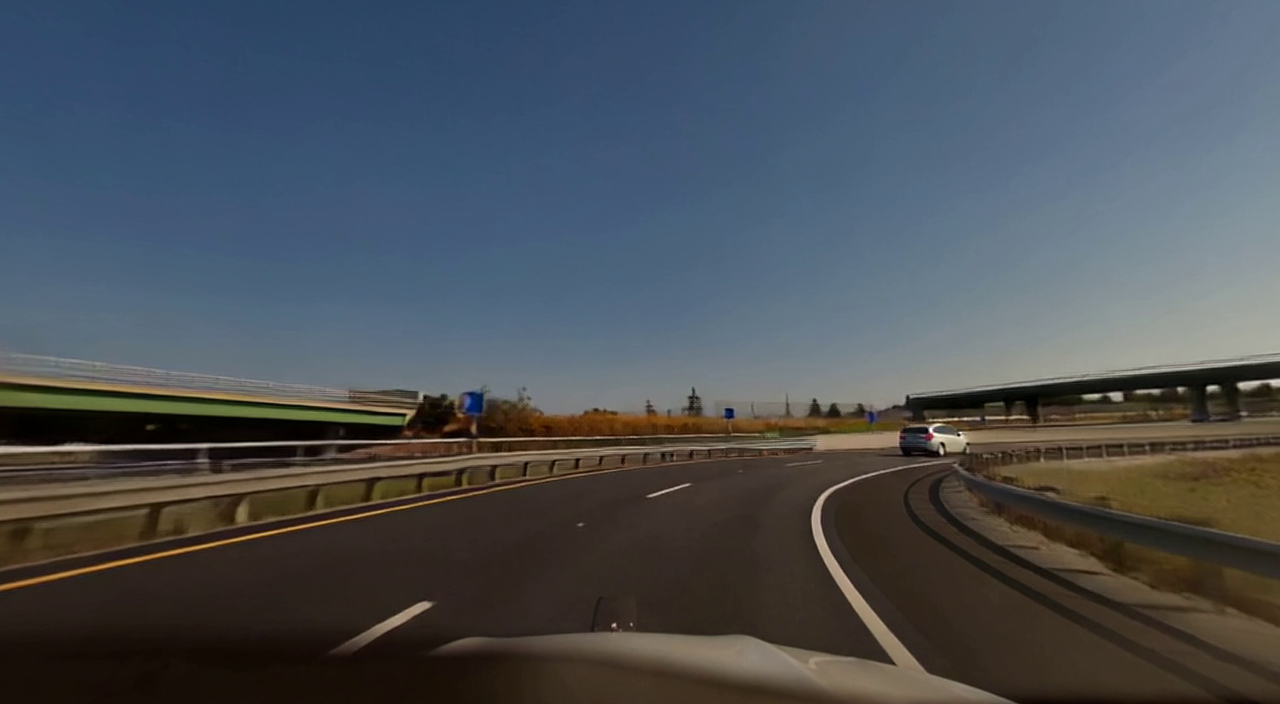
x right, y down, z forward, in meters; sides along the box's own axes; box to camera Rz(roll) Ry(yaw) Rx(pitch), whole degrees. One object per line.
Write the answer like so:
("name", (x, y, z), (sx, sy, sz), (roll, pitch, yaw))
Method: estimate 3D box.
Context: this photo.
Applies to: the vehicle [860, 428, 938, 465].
("vehicle", (11.610, 4.174, 28.053), (2.028, 1.440, 3.970), (-3, -8, 42))
